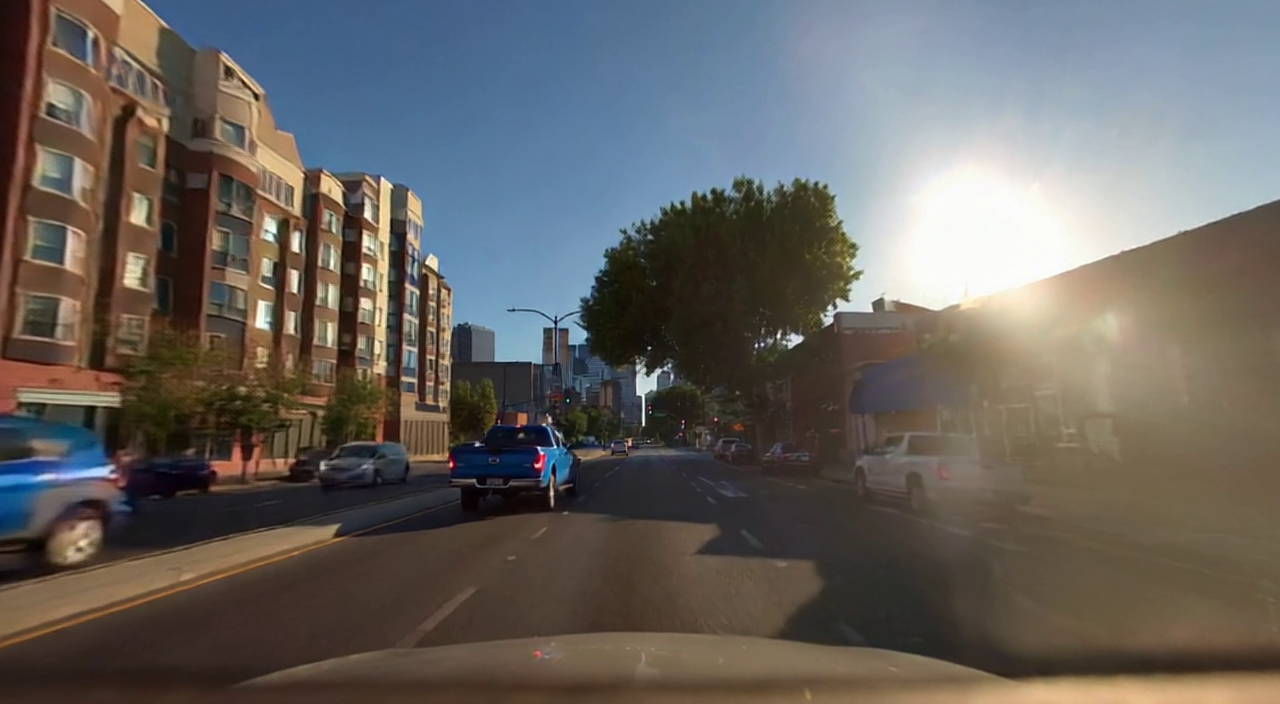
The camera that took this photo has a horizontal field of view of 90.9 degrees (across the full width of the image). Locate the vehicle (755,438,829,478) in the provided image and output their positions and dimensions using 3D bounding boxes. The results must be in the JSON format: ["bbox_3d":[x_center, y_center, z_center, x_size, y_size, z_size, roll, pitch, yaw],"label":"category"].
[{"bbox_3d":[6.247,4.393,26.378,1.988,1.514,3.962,0,-8,-2],"label":"vehicle"}]

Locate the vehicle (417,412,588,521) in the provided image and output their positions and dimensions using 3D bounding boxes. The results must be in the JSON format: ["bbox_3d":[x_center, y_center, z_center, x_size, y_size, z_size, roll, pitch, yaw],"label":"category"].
[{"bbox_3d":[-2.505,2.303,13.194,2.197,1.786,5.365,-1,-8,2],"label":"vehicle"}]

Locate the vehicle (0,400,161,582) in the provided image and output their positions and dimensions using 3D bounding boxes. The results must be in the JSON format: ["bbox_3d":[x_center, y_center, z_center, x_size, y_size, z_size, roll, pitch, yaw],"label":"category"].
[{"bbox_3d":[-7.359,1.335,5.965,2.087,1.779,4.456,0,-8,0],"label":"vehicle"}]

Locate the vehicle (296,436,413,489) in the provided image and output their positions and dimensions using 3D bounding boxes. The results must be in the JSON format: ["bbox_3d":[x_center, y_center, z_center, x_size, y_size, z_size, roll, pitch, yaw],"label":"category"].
[{"bbox_3d":[-10.169,3.967,22.960,2.110,1.714,4.500,0,-8,0],"label":"vehicle"}]

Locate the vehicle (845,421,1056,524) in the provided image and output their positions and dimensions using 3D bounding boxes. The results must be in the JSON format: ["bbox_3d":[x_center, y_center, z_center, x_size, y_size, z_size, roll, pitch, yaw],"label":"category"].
[{"bbox_3d":[6.034,2.386,13.054,2.018,1.743,4.529,0,-8,0],"label":"vehicle"}]

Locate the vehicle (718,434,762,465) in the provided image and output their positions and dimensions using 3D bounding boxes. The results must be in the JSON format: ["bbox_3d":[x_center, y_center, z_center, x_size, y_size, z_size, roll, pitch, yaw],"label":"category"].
[{"bbox_3d":[6.241,6.147,39.822,2.043,1.841,4.842,0,-8,1],"label":"vehicle"}]
